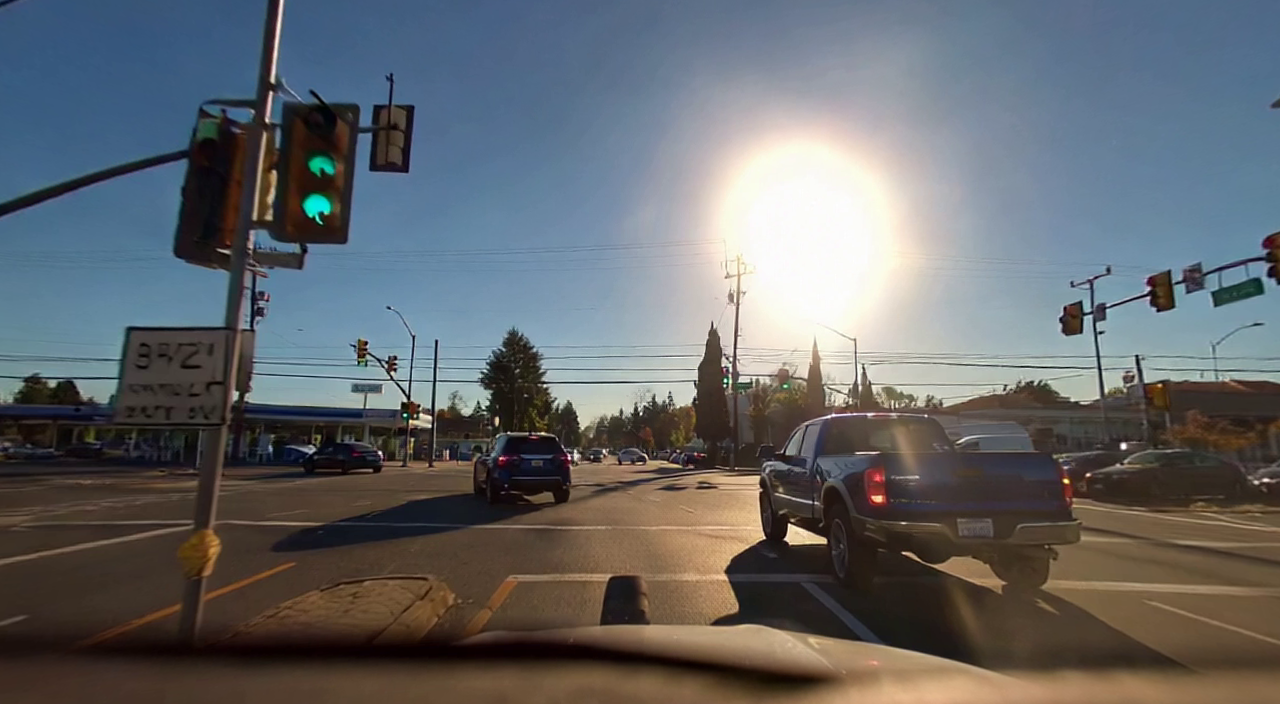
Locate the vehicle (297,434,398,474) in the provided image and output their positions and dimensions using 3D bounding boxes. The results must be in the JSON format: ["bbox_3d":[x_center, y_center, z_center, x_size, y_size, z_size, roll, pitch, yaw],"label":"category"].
[{"bbox_3d":[-13.885,4.810,29.871,4.498,1.725,1.921,-5,-10,28],"label":"vehicle"}]

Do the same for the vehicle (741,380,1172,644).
[{"bbox_3d":[2.622,1.486,7.046,2.036,1.818,5.192,0,-8,-1],"label":"vehicle"}]

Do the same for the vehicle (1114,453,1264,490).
[{"bbox_3d":[22.912,4.977,26.427,4.426,1.455,1.980,0,-8,-1],"label":"vehicle"}]

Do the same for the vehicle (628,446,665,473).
[{"bbox_3d":[0.370,7.380,43.454,1.977,1.726,4.721,1,-8,-7],"label":"vehicle"}]

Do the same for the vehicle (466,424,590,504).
[{"bbox_3d":[-3.232,2.978,17.270,2.141,1.842,4.889,4,-9,-24],"label":"vehicle"}]
